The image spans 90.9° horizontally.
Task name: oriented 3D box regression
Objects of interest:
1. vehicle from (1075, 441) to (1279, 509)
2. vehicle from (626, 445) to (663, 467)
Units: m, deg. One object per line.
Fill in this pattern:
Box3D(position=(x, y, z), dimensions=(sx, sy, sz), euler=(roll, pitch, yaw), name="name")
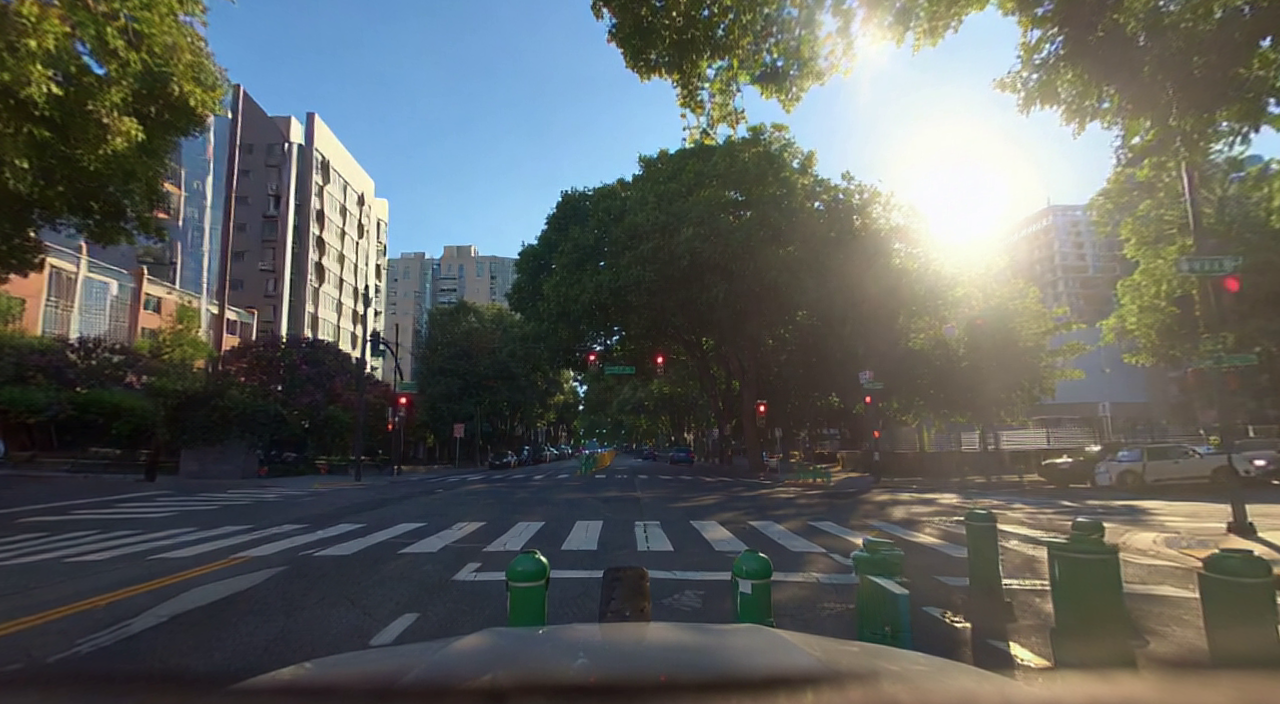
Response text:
Box3D(position=(12.993, 2.795, 14.570), dimensions=(4.424, 1.436, 1.804), euler=(0, -8, 5), name="vehicle")
Box3D(position=(0.291, 7.672, 46.767), dimensions=(1.972, 1.522, 4.368), euler=(1, -9, -10), name="vehicle")
